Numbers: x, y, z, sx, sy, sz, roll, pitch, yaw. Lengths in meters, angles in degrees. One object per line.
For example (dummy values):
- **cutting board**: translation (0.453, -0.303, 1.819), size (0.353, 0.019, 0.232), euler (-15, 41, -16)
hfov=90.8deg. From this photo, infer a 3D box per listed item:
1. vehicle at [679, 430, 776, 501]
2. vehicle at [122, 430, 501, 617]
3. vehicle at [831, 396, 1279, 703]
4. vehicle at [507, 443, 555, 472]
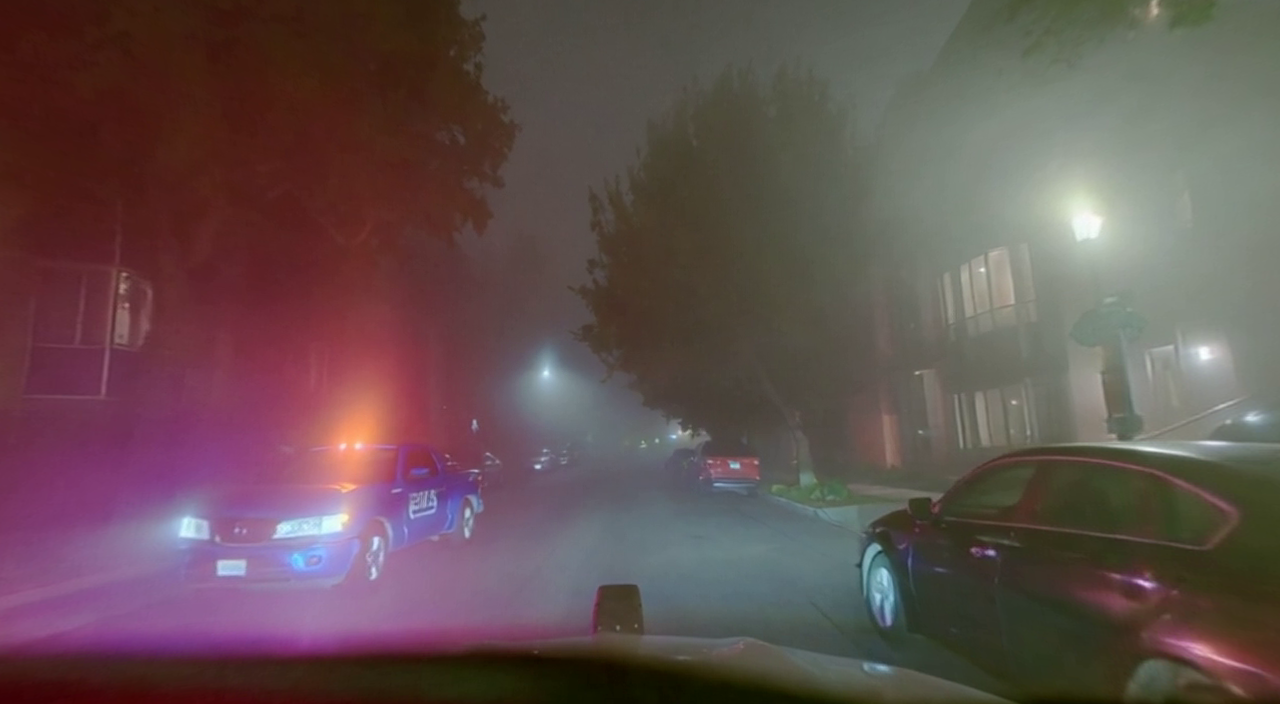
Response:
- **vehicle**: translation (2.199, 2.979, 17.049), size (1.878, 1.664, 4.033), euler (0, -8, -3)
- **vehicle**: translation (-3.224, 1.735, 7.484), size (1.966, 1.515, 4.394), euler (0, -8, 3)
- **vehicle**: translation (2.610, 1.023, 2.792), size (1.845, 1.479, 4.727), euler (0, -8, -3)
- **vehicle**: translation (-6.362, 6.198, 37.377), size (1.959, 1.490, 4.361), euler (0, -7, 1)
